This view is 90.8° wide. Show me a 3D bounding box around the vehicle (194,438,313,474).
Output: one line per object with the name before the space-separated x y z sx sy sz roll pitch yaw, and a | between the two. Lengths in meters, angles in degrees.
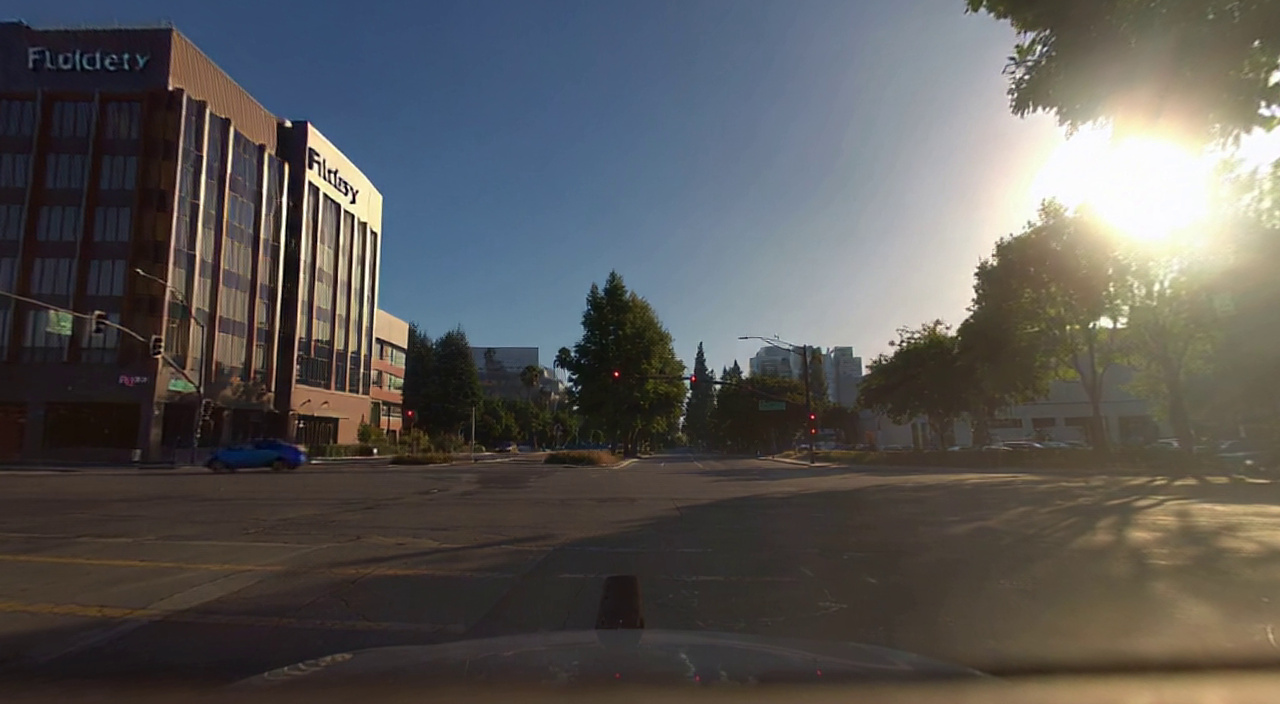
vehicle | -19.531 5.258 32.104 4.639 1.699 2.030 1 -9 -6
